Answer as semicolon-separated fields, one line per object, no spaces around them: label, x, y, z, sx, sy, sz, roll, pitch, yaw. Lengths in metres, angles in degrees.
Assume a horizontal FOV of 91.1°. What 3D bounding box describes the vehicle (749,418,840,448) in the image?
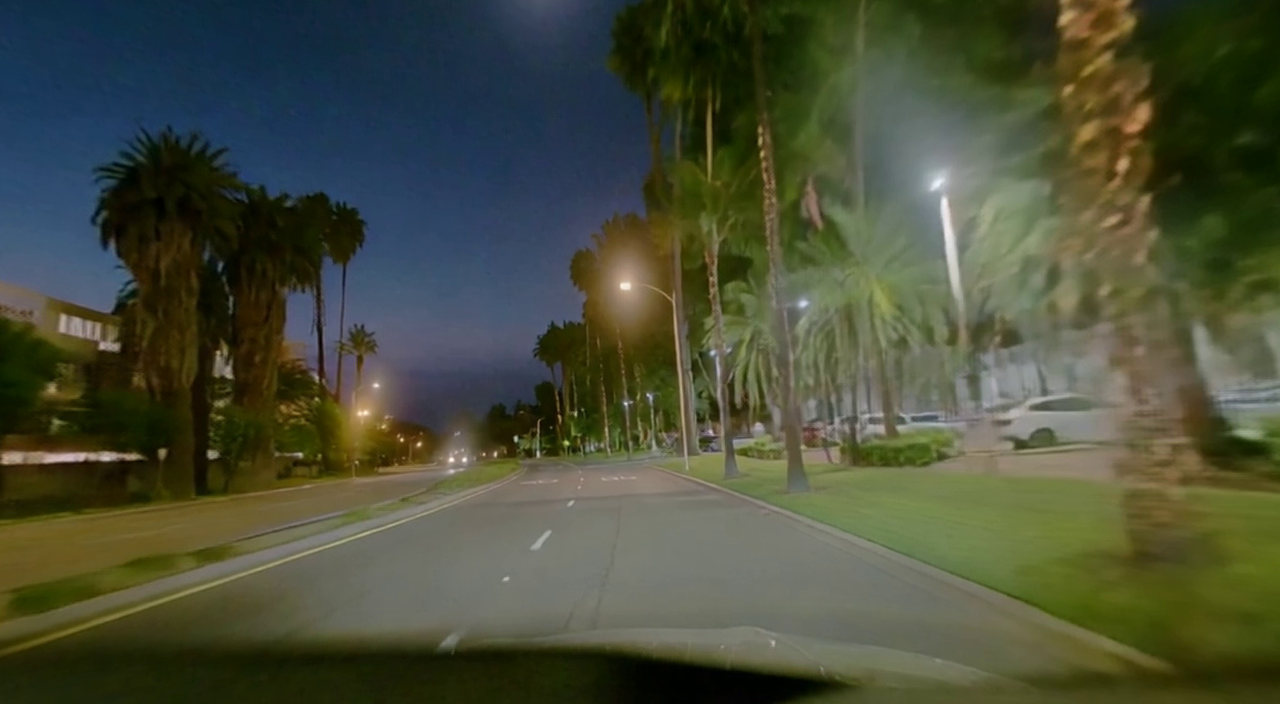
vehicle;8.880;4.689;36.307;4.636;1.695;2.025;1;-8;-4

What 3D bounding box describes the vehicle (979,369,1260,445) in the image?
vehicle;10.901;1.345;14.624;4.671;1.630;2.200;0;-8;2
